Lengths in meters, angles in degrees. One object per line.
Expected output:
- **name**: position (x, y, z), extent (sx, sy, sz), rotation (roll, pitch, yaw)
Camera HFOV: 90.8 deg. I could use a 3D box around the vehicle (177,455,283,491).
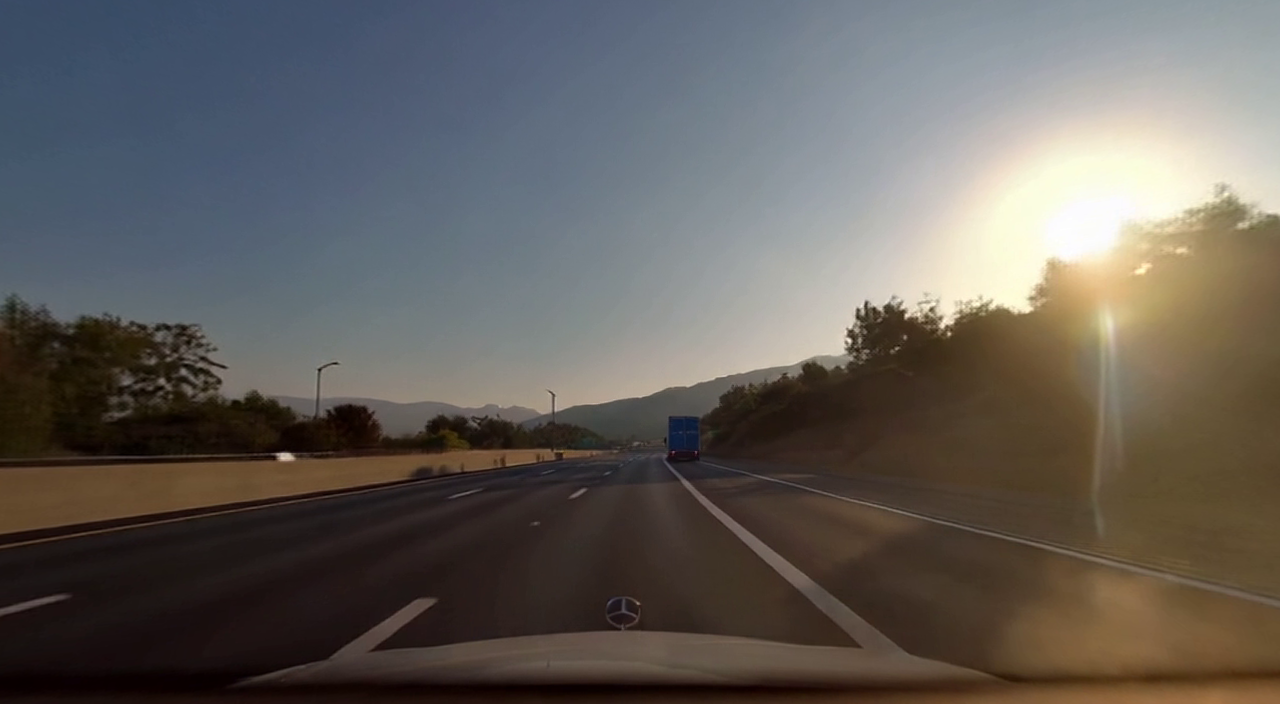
- **vehicle**: position (-19.052, 5.627, 29.595), extent (1.990, 1.463, 4.355), rotation (0, -9, 1)
